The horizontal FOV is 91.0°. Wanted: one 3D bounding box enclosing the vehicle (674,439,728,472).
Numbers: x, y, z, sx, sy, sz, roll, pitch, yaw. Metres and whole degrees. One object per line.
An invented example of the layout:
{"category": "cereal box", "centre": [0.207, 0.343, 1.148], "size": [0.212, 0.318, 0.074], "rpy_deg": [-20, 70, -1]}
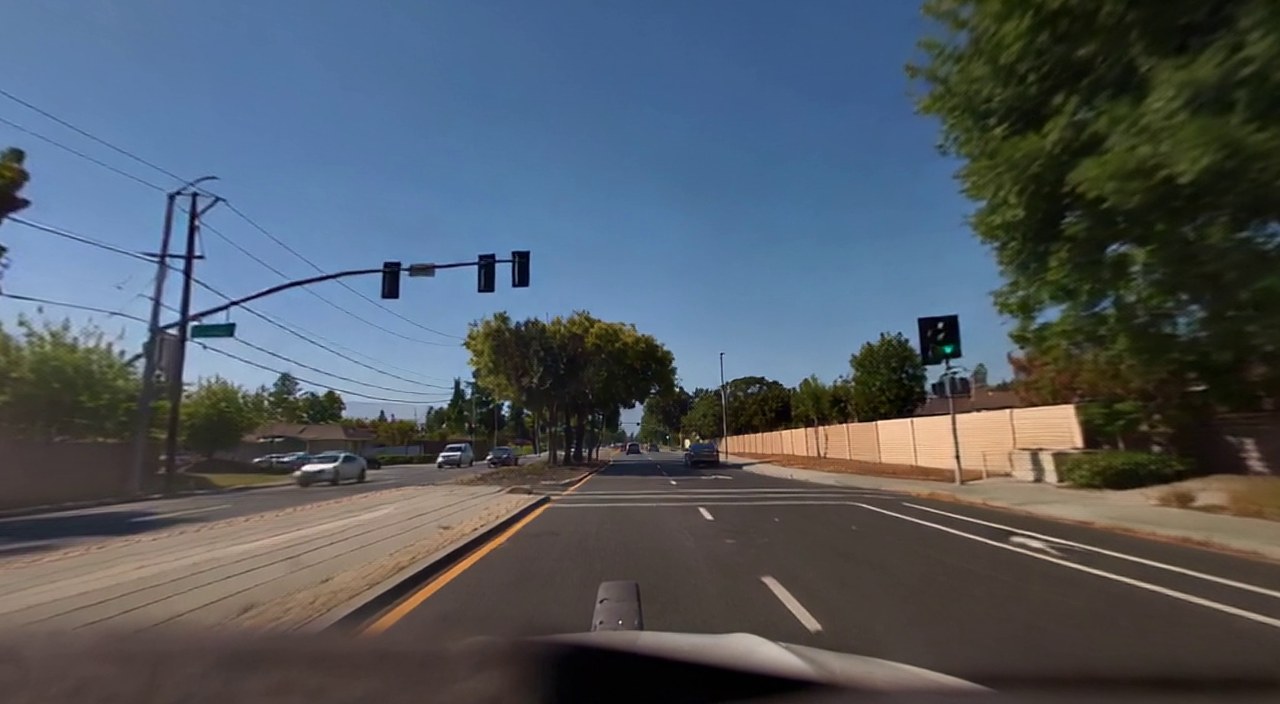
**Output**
{"category": "vehicle", "centre": [2.933, 5.111, 31.173], "size": [2.105, 1.490, 4.008], "rpy_deg": [0, -9, -2]}

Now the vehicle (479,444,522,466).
{"category": "vehicle", "centre": [-9.481, 7.035, 43.144], "size": [1.833, 1.420, 4.327], "rpy_deg": [0, -9, 2]}

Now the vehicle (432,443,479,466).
{"category": "vehicle", "centre": [-13.471, 7.502, 46.223], "size": [2.036, 1.645, 4.468], "rpy_deg": [0, -9, 1]}
